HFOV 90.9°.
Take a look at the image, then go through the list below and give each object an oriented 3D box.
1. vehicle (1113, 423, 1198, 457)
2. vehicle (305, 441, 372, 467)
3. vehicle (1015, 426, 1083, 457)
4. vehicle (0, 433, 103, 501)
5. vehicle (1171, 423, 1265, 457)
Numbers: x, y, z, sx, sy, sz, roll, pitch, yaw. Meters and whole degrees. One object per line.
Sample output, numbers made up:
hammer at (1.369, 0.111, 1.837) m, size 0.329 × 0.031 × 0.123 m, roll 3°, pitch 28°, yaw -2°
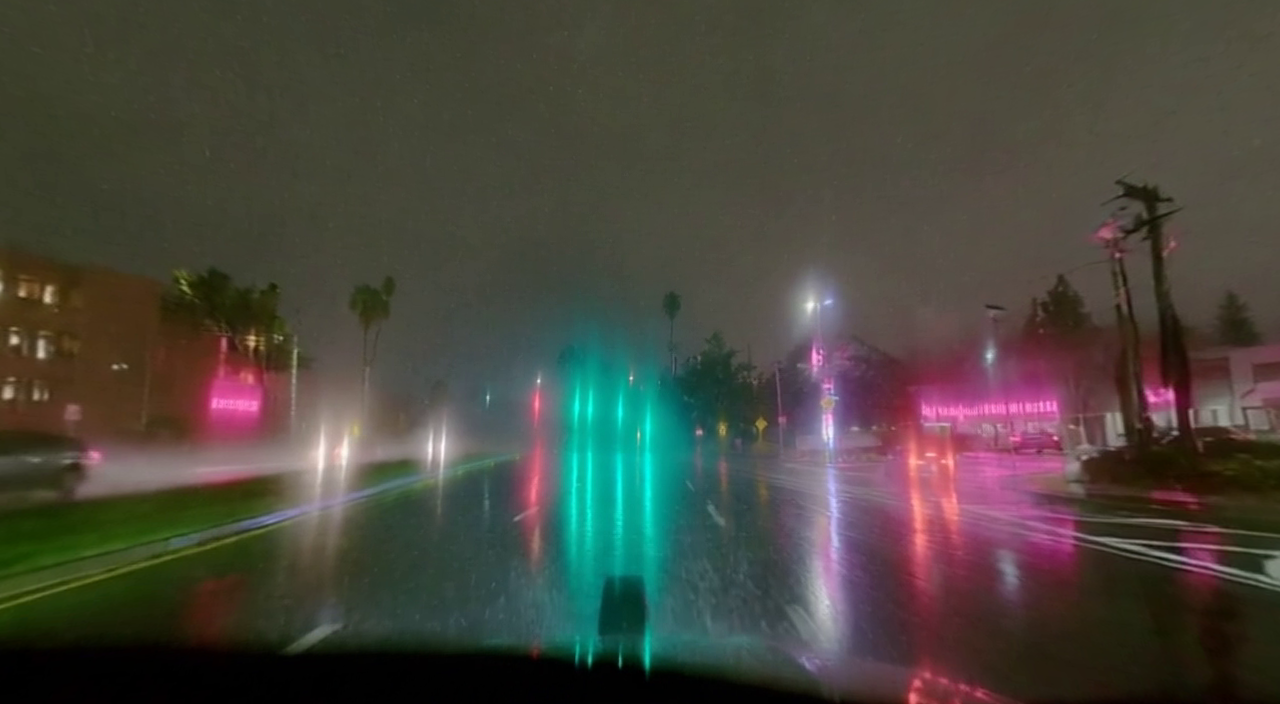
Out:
vehicle at (28.325, 4.843, 34.802) m, size 1.887 × 1.701 × 4.090 m, roll -3°, pitch -8°, yaw 13°
vehicle at (-18.711, 6.318, 39.325) m, size 1.974 × 1.501 × 4.235 m, roll -1°, pitch -8°, yaw 2°
vehicle at (23.295, 5.129, 36.058) m, size 1.815 × 1.618 × 4.383 m, roll -2°, pitch -9°, yaw 13°
vehicle at (-18.297, 3.119, 17.117) m, size 2.204 × 1.821 × 5.864 m, roll 0°, pitch -8°, yaw 0°
vehicle at (30.872, 4.700, 33.824) m, size 1.900 × 1.688 × 3.880 m, roll -3°, pitch -8°, yaw 12°
